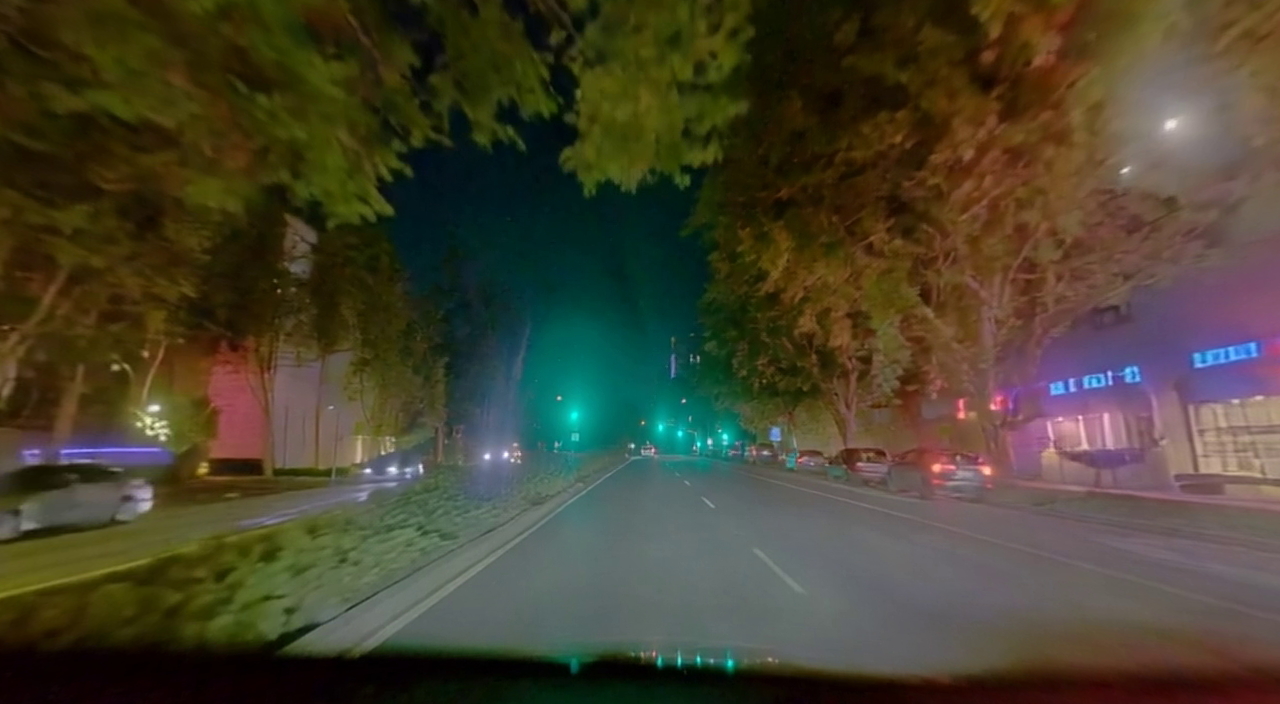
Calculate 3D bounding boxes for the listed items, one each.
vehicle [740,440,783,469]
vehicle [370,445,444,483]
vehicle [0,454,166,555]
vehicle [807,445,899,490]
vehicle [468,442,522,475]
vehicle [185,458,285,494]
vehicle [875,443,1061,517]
[{"bbox_3d":[7.762,6.572,40.655,1.891,1.711,4.173,0,-8,-1],"label":"vehicle"},{"bbox_3d":[-11.540,5.546,31.562,1.910,1.705,4.399,0,-8,1],"label":"vehicle"},{"bbox_3d":[-10.768,2.517,10.642,1.890,1.482,4.411,-1,-8,4],"label":"vehicle"},{"bbox_3d":[7.532,4.083,22.783,1.881,1.443,4.576,0,-8,2],"label":"vehicle"},{"bbox_3d":[-8.285,6.095,36.379,1.977,1.714,4.467,0,-8,1],"label":"vehicle"},{"bbox_3d":[-19.782,6.048,30.928,3.665,1.559,1.782,2,-9,-16],"label":"vehicle"},{"bbox_3d":[7.298,2.848,14.671,1.874,1.438,4.466,0,-8,-1],"label":"vehicle"}]
